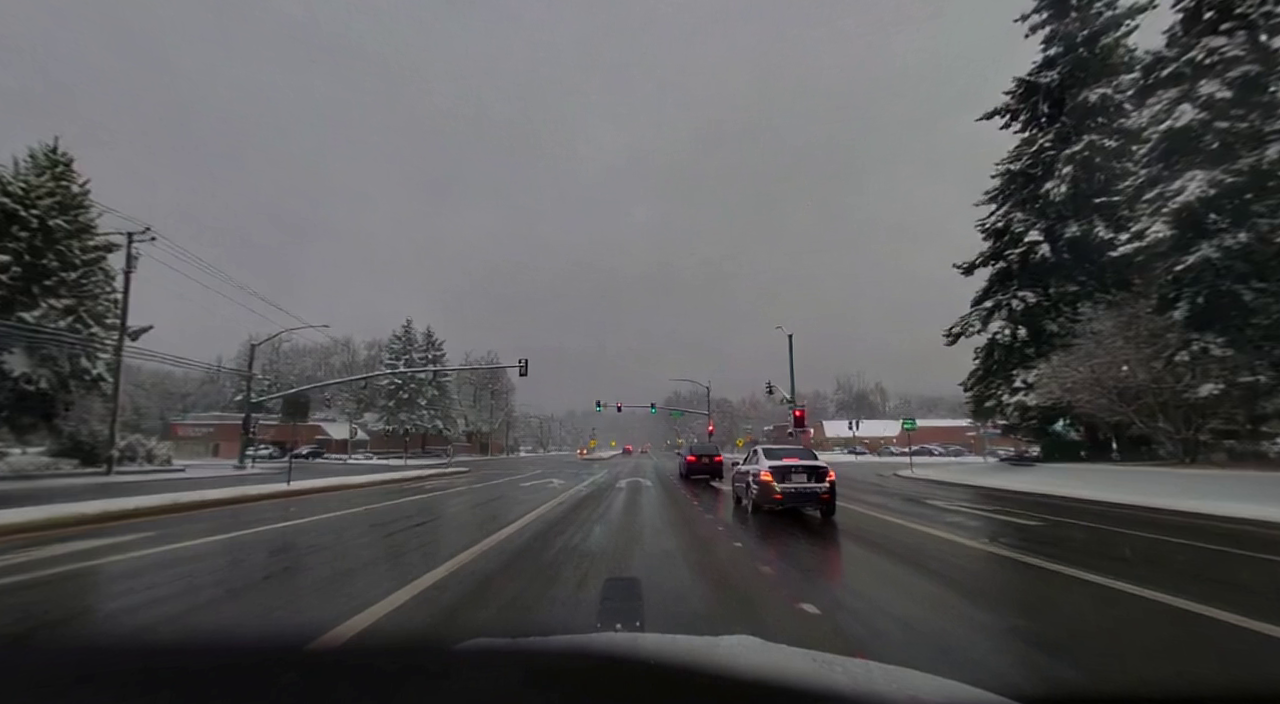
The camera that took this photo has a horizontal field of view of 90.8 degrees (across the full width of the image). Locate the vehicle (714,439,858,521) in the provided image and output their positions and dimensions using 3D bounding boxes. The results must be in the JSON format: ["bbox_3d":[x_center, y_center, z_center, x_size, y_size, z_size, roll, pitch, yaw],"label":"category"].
[{"bbox_3d":[2.903,2.656,13.720,2.004,1.455,4.417,0,-8,-1],"label":"vehicle"}]

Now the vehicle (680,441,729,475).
[{"bbox_3d":[3.327,5.590,33.569,2.128,1.699,4.222,0,-8,0],"label":"vehicle"}]
